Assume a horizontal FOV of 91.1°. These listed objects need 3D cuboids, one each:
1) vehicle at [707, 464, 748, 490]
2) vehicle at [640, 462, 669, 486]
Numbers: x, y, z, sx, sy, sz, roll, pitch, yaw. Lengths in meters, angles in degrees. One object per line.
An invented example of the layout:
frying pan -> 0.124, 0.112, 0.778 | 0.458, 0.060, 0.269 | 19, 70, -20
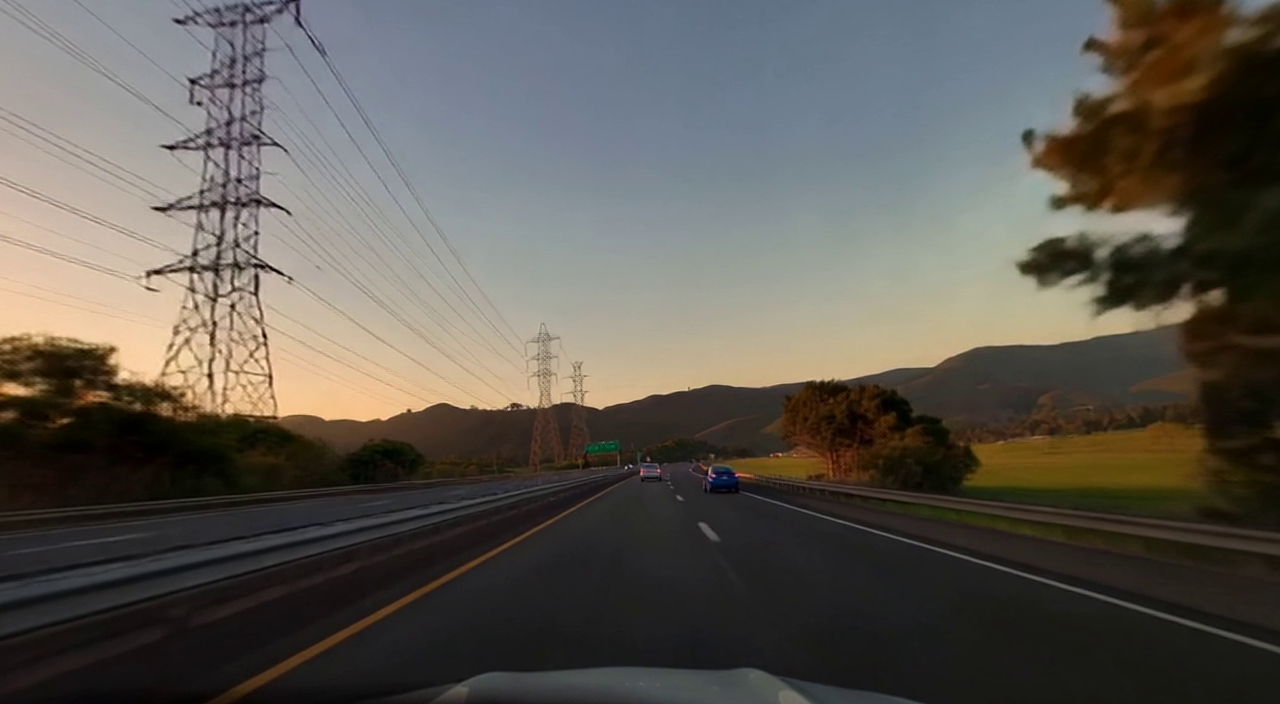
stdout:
vehicle -> 5.499, 7.896, 39.931 | 1.985, 1.521, 3.904 | 1, -10, -1
vehicle -> 1.065, 9.068, 46.824 | 2.038, 1.596, 4.246 | 1, -10, 0
